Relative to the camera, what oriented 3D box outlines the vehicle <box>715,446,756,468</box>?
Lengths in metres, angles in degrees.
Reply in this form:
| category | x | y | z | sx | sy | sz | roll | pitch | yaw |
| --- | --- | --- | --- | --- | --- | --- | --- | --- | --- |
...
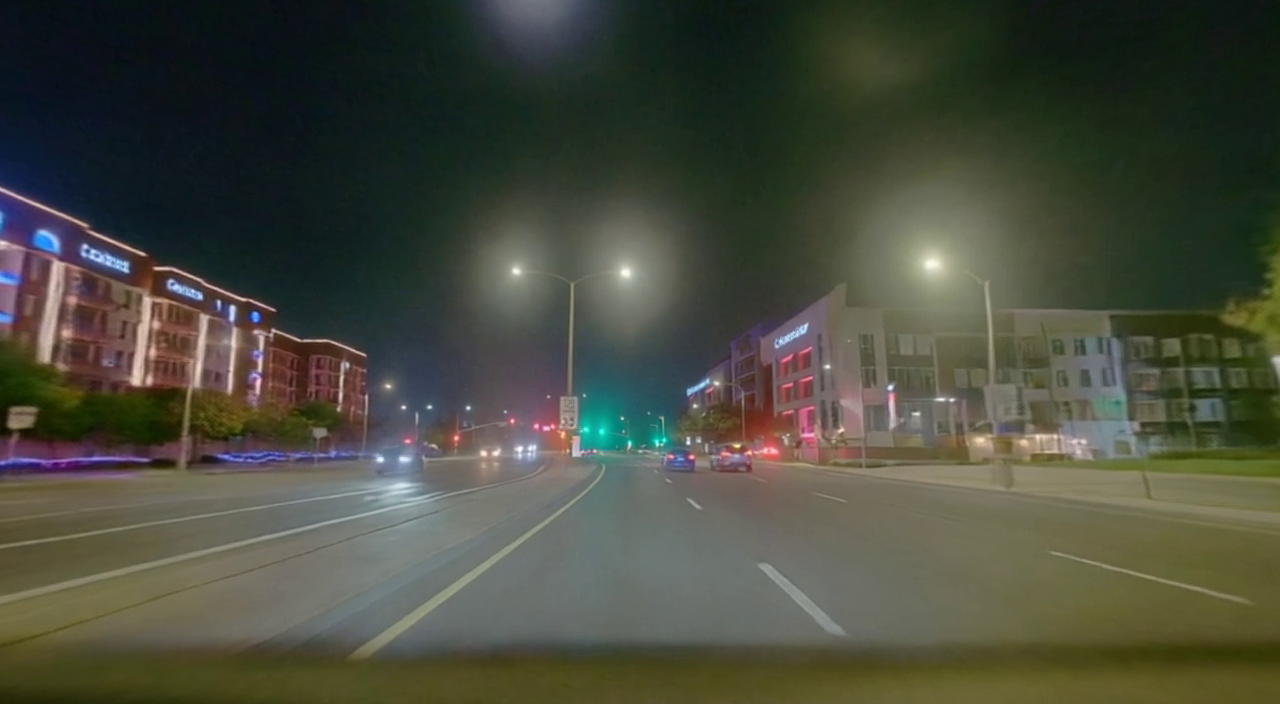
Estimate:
| category | x | y | z | sx | sy | sz | roll | pitch | yaw |
| --- | --- | --- | --- | --- | --- | --- | --- | --- | --- |
| vehicle | 6.432 | 7.115 | 43.085 | 1.932 | 1.439 | 4.159 | 0 | -9 | -3 |

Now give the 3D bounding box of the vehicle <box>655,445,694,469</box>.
| category | x | y | z | sx | sy | sz | roll | pitch | yaw |
| --- | --- | --- | --- | --- | --- | --- | --- | --- | --- |
| vehicle | 2.193 | 6.879 | 41.603 | 2.020 | 1.479 | 4.650 | 1 | -9 | -4 |

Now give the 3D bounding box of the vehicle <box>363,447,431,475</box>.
| category | x | y | z | sx | sy | sz | roll | pitch | yaw |
| --- | --- | --- | --- | --- | --- | --- | --- | --- | --- |
| vehicle | -13.449 | 6.041 | 35.267 | 1.946 | 1.441 | 4.661 | 0 | -9 | 0 |
